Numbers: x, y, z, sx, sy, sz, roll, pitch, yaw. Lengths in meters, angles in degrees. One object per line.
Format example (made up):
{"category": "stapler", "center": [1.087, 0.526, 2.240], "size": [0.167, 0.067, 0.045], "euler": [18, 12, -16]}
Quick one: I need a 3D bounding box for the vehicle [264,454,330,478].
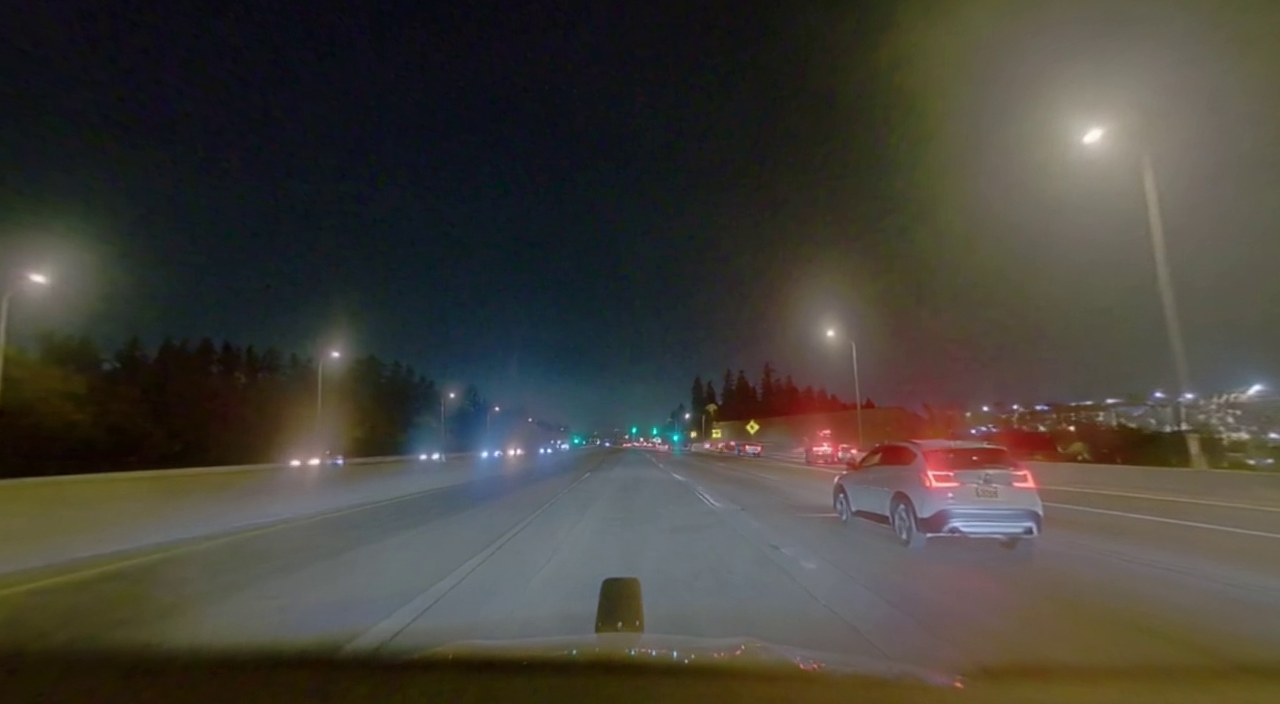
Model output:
{"category": "vehicle", "center": [-21.832, 7.251, 40.409], "size": [1.793, 1.404, 4.288], "euler": [1, -9, -1]}

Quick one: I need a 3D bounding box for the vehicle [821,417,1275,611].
{"category": "vehicle", "center": [3.861, 1.614, 7.350], "size": [2.018, 1.477, 4.800], "euler": [0, -9, -1]}
